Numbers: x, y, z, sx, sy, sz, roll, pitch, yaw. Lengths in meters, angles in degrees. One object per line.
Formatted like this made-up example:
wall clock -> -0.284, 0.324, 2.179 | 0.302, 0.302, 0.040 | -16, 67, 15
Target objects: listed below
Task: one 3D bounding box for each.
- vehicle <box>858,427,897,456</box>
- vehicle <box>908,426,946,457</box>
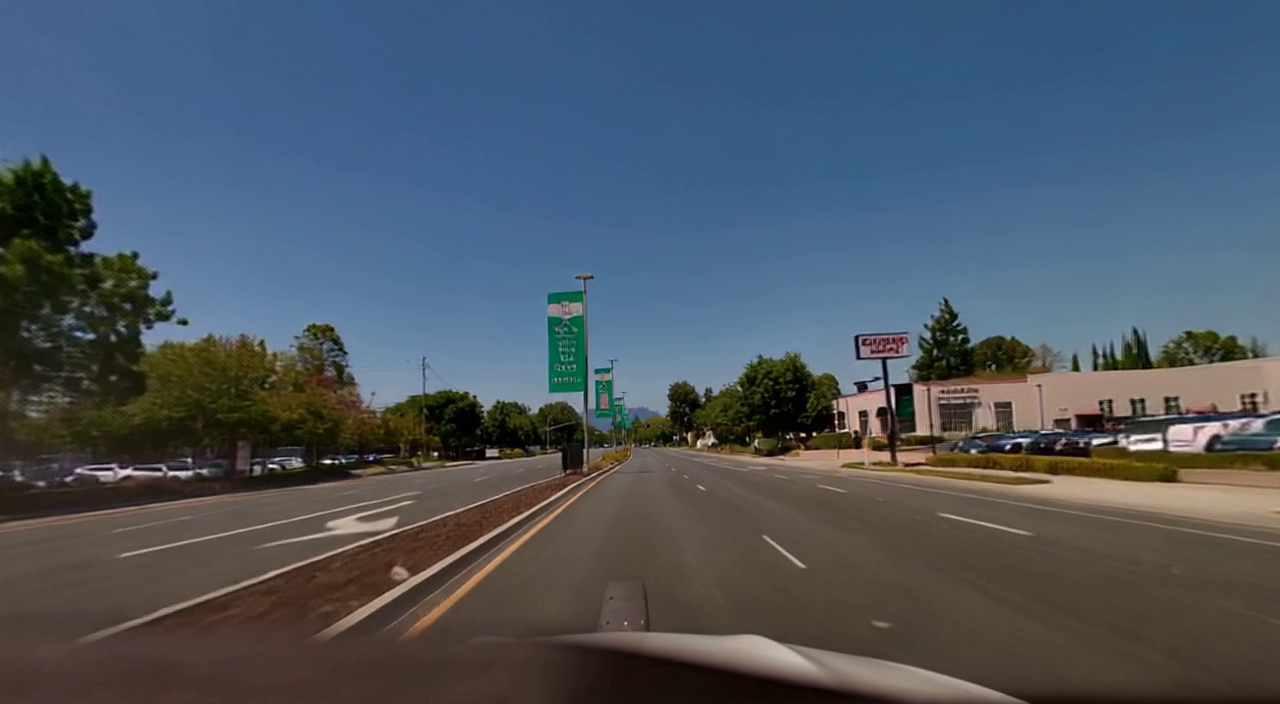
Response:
vehicle -> 18.042, 6.775, 47.618 | 2.425, 2.043, 5.455 | -4, -9, 23
vehicle -> 21.943, 6.808, 48.313 | 2.240, 2.095, 5.149 | -6, -7, 22
